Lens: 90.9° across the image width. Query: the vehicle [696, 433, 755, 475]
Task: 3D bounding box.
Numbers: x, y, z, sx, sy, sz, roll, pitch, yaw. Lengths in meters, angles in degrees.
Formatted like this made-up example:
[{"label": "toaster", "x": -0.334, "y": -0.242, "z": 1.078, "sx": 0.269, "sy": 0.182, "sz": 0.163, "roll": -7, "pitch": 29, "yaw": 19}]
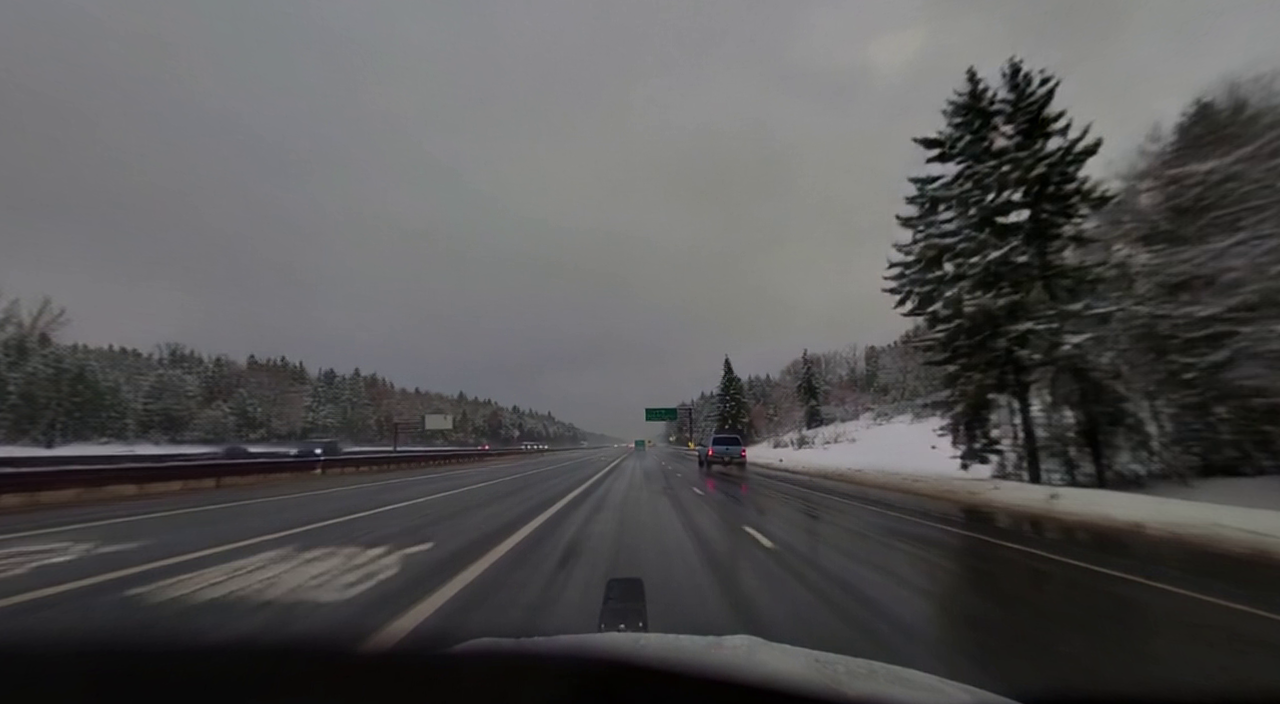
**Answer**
[{"label": "vehicle", "x": 4.223, "y": 5.128, "z": 31.954, "sx": 2.172, "sy": 1.930, "sz": 4.879, "roll": 0, "pitch": -8, "yaw": -1}]
